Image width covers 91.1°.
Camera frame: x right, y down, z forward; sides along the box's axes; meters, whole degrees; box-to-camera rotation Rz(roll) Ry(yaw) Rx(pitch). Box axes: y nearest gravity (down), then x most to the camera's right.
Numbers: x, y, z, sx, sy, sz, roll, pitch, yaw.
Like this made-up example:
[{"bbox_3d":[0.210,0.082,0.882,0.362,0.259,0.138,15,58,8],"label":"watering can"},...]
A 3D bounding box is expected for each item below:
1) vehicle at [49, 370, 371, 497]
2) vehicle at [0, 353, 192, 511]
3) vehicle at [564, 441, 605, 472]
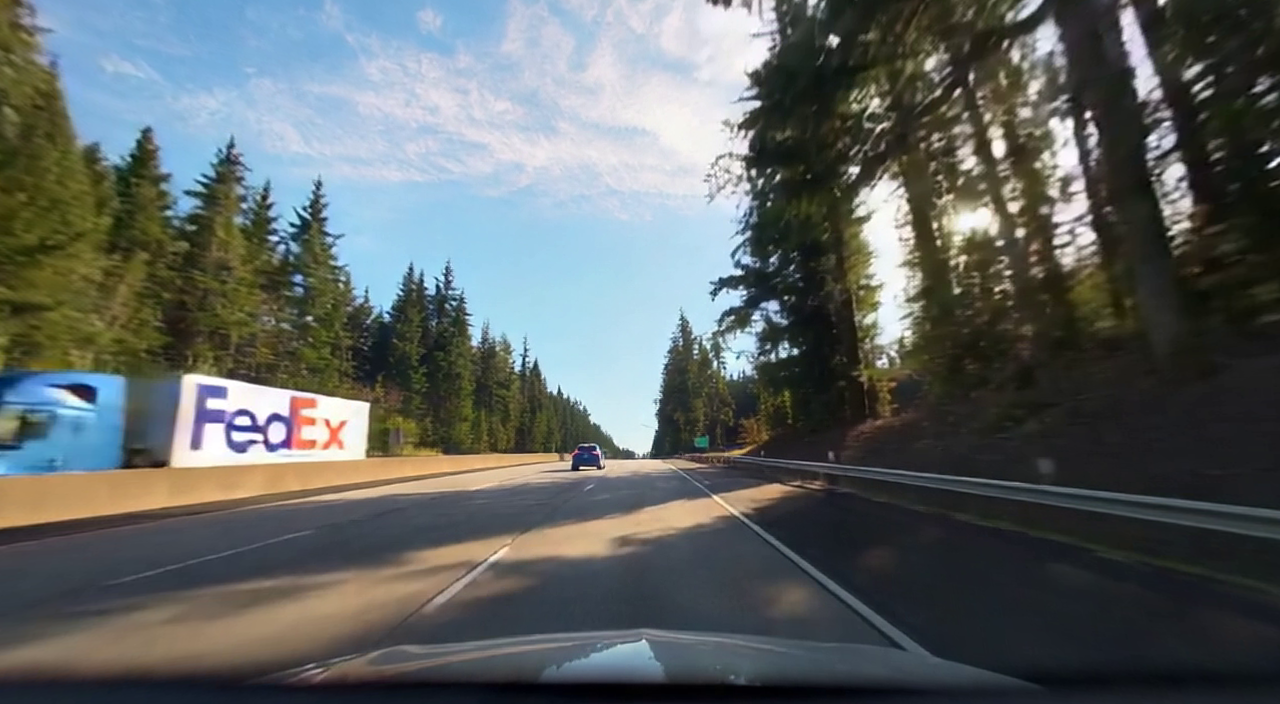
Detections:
[{"bbox_3d":[-17.273,3.756,28.244,3.184,4.072,15.913,-1,-8,0],"label":"vehicle"},{"bbox_3d":[-17.344,2.322,17.780,3.022,3.874,8.340,0,-8,0],"label":"vehicle"},{"bbox_3d":[-3.373,6.438,38.984,2.084,1.752,4.479,-1,-8,1],"label":"vehicle"}]
